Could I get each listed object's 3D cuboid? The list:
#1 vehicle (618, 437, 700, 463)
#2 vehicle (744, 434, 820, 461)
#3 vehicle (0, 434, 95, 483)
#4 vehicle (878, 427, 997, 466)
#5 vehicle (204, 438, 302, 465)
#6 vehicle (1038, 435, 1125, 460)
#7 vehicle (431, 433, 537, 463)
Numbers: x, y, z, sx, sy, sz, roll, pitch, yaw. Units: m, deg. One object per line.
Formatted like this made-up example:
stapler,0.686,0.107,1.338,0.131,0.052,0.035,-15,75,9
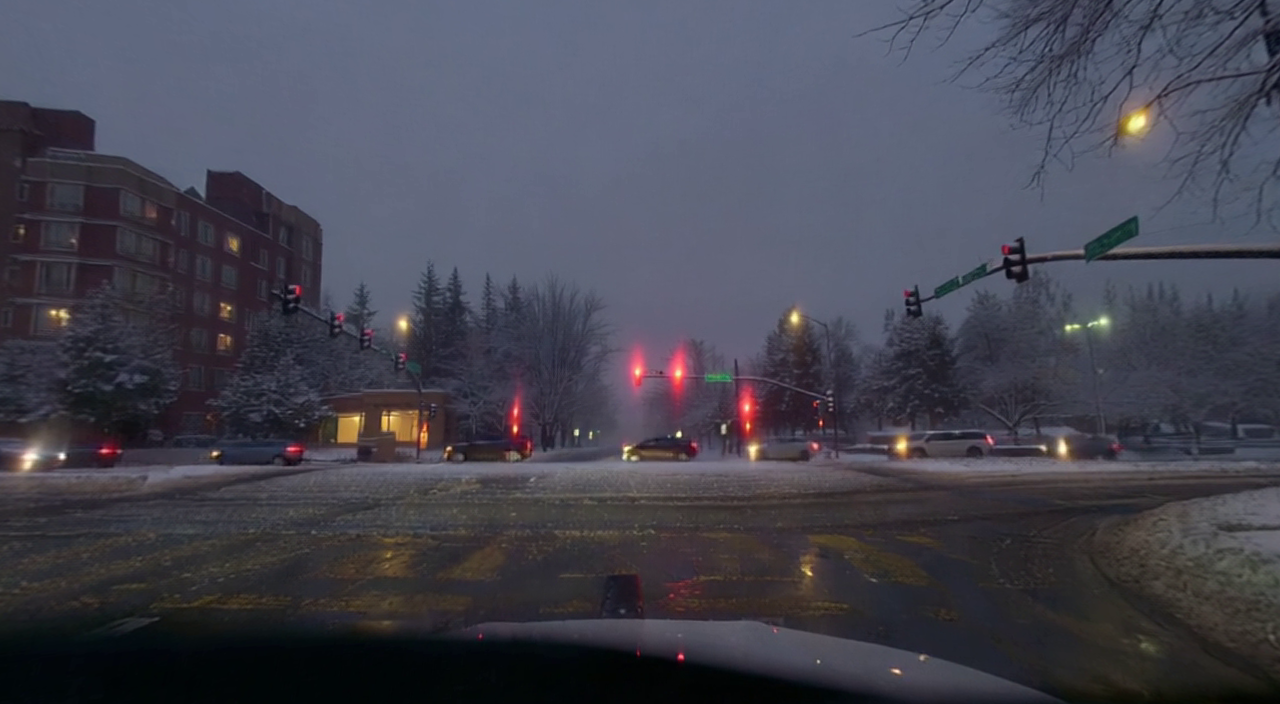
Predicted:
vehicle,1.102,5.749,37.245,4.724,1.452,1.870,0,-9,1
vehicle,9.140,6.194,40.907,4.488,1.667,1.869,0,-9,1
vehicle,-22.369,3.716,22.148,4.624,1.593,2.018,0,-9,0
vehicle,14.213,4.540,30.320,4.662,1.764,2.064,1,-9,-8
vehicle,-22.556,5.831,36.955,4.519,1.476,1.767,0,-9,0
vehicle,28.104,6.064,40.279,4.100,1.509,1.853,0,-9,0
vehicle,-9.852,6.137,40.312,6.133,1.833,2.155,-1,-9,2
